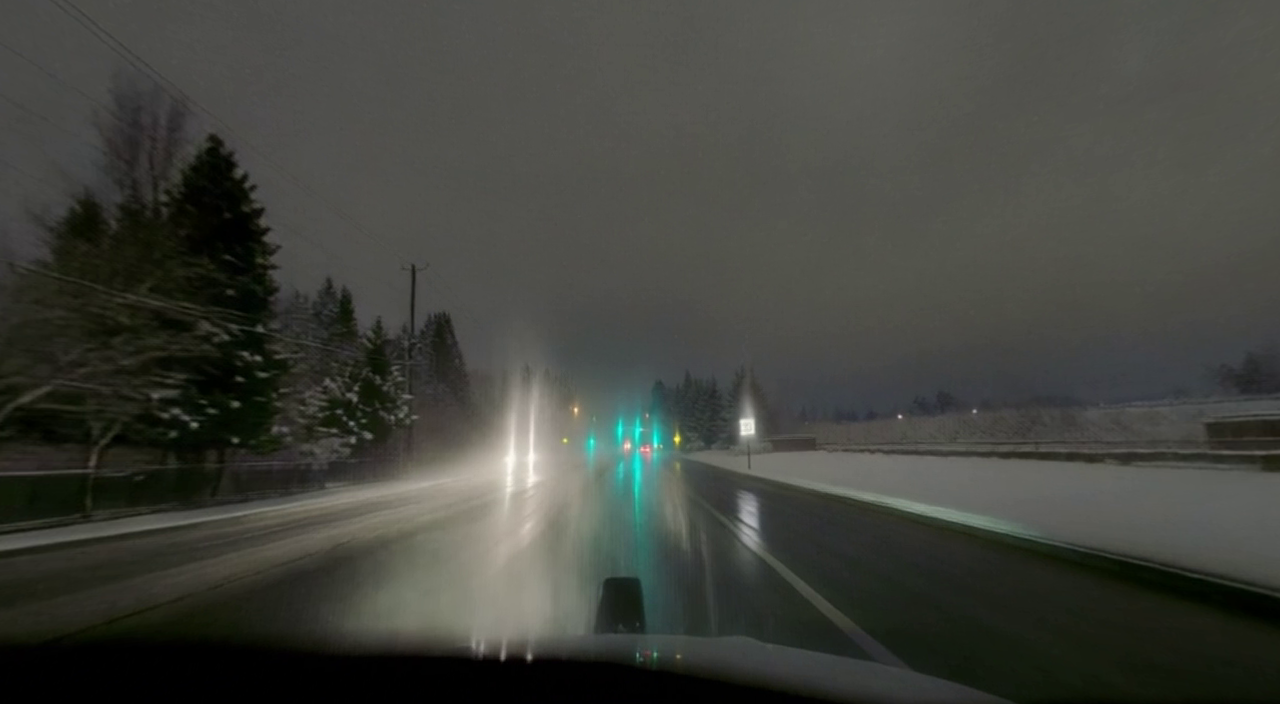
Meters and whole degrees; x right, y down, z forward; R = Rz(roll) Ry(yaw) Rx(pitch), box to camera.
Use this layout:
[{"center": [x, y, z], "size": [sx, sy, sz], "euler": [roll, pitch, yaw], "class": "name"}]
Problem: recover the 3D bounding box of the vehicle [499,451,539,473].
[{"center": [-8.950, 8.181, 47.108], "size": [2.011, 1.482, 4.671], "euler": [0, -8, 1], "class": "vehicle"}]
